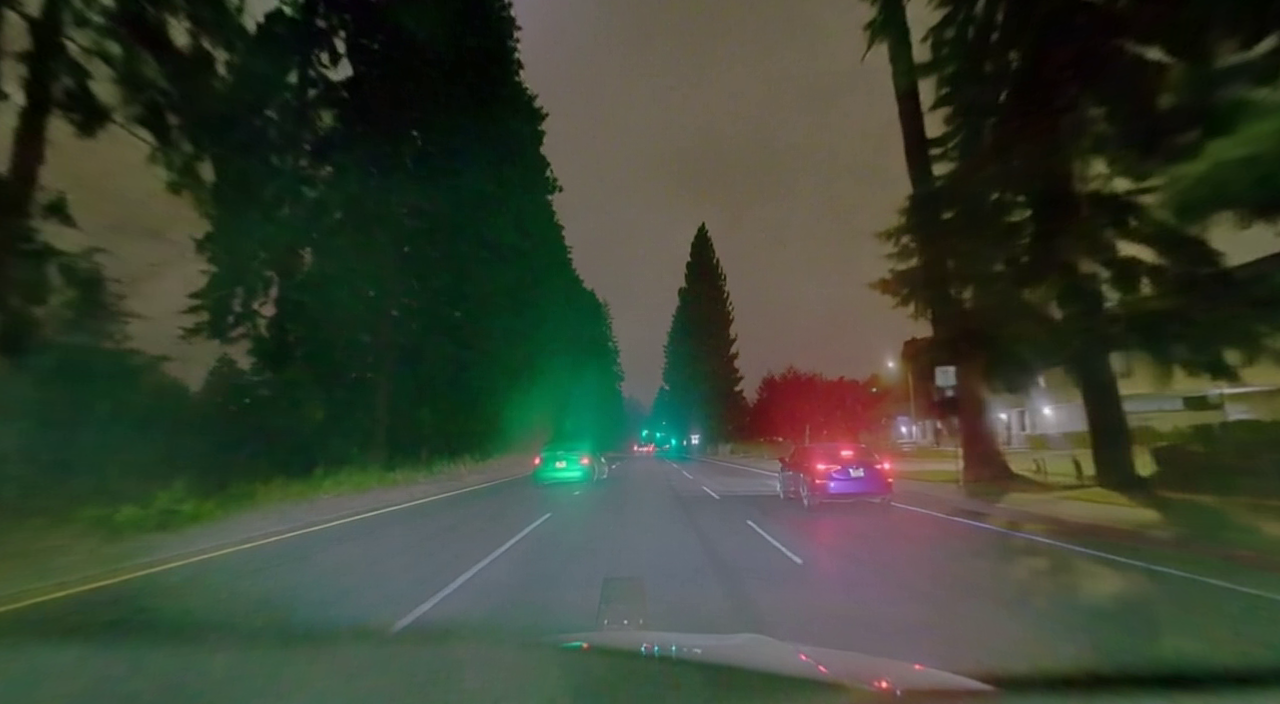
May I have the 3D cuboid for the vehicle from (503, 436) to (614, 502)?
[{"bbox_3d":[-2.066,3.154,17.555,2.206,1.525,4.695,-2,-8,3],"label":"vehicle"}]

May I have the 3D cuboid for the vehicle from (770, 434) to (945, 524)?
[{"bbox_3d":[4.151,2.470,12.948,1.943,1.471,4.515,-1,-8,0],"label":"vehicle"}]
